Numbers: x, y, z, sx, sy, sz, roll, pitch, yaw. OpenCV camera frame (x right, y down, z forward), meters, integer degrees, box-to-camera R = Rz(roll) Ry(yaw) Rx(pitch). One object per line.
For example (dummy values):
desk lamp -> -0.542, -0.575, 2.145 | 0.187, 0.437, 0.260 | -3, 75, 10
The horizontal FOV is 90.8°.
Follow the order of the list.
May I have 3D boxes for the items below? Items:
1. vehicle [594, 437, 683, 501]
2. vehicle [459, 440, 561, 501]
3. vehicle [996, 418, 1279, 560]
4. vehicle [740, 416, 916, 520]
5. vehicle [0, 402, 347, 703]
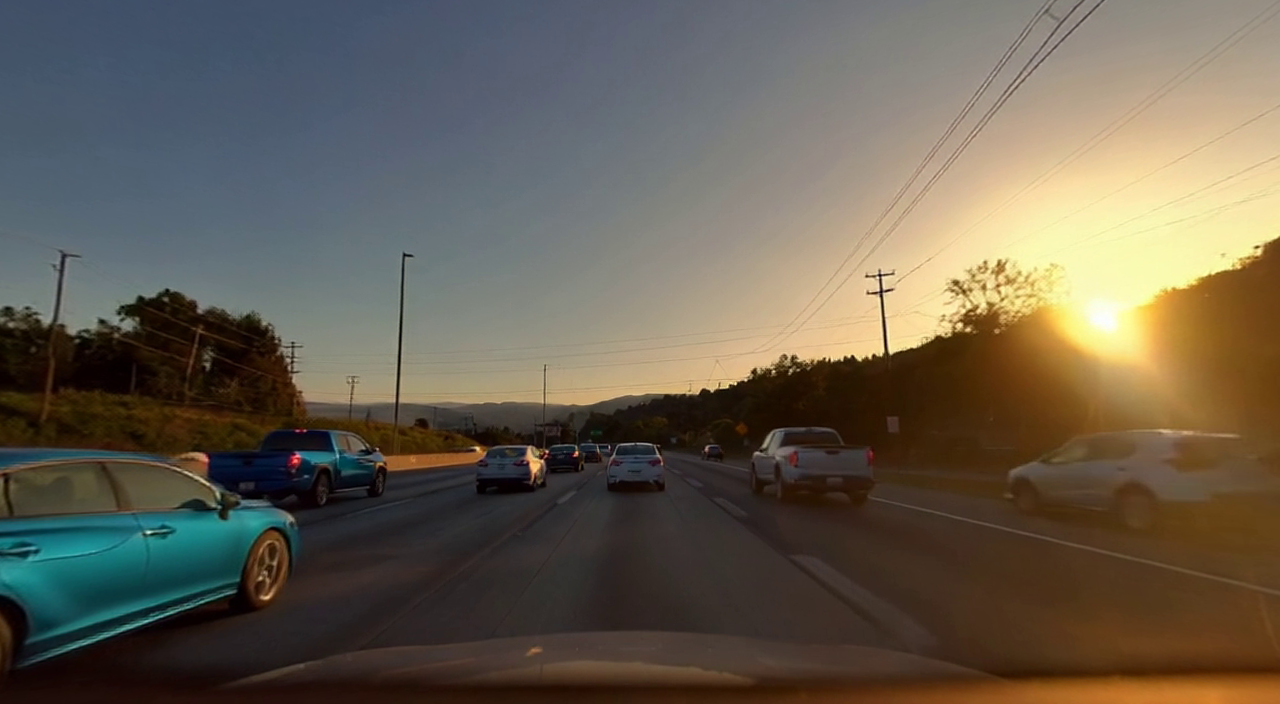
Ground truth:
vehicle -> -0.075, 3.096, 17.215 | 2.102, 1.499, 4.439 | 0, -8, -1
vehicle -> -3.407, 3.176, 17.409 | 1.899, 1.437, 4.131 | 0, -8, 1
vehicle -> 7.929, 1.925, 9.745 | 1.969, 1.608, 4.865 | 0, -8, -1
vehicle -> 3.740, 2.435, 13.847 | 2.113, 1.800, 5.376 | 0, -8, -1
vehicle -> -3.773, 1.095, 3.600 | 1.955, 1.481, 4.604 | 0, -8, 1
